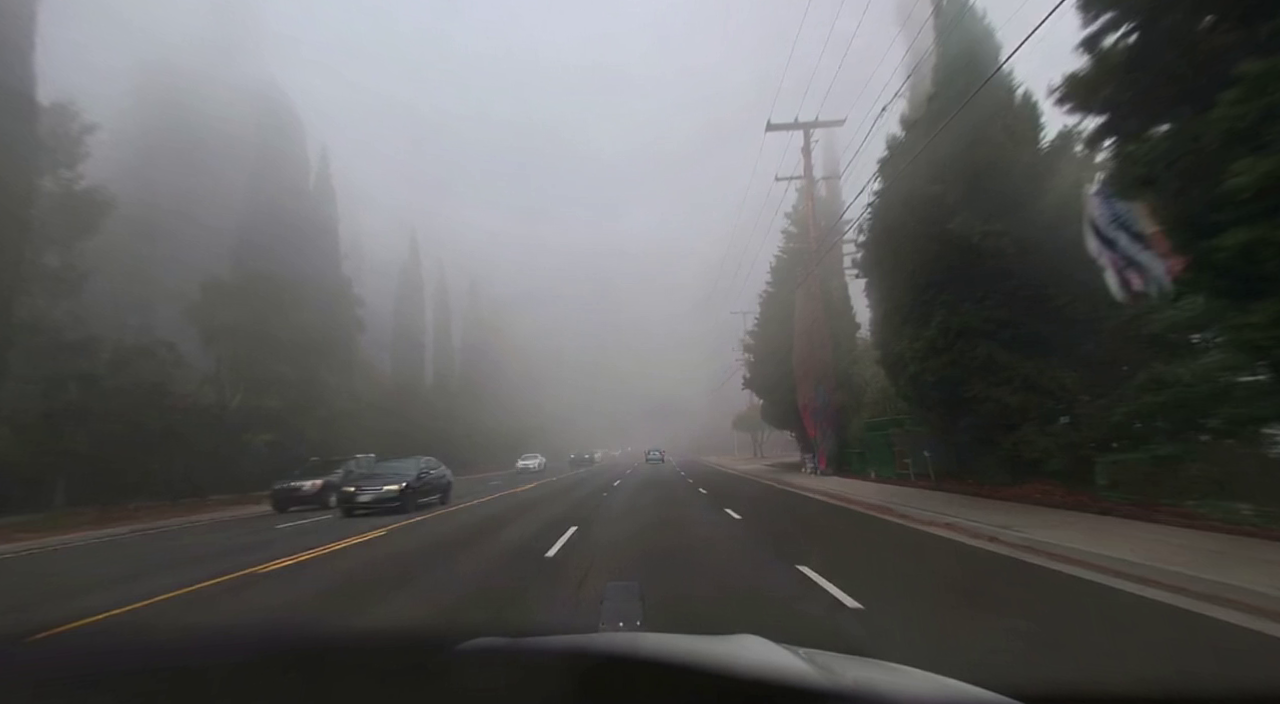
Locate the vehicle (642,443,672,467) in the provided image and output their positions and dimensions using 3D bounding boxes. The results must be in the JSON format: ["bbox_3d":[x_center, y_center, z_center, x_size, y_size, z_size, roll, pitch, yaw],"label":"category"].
[{"bbox_3d":[1.294,7.824,48.202,2.163,1.746,4.073,-1,-8,1],"label":"vehicle"}]

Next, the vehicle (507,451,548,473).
[{"bbox_3d":[-8.175,8.011,46.259,2.058,1.495,4.448,-1,-9,2],"label":"vehicle"}]

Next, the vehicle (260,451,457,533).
[{"bbox_3d":[-5.876,2.948,13.997,2.138,1.446,4.614,-1,-9,2],"label":"vehicle"}]
